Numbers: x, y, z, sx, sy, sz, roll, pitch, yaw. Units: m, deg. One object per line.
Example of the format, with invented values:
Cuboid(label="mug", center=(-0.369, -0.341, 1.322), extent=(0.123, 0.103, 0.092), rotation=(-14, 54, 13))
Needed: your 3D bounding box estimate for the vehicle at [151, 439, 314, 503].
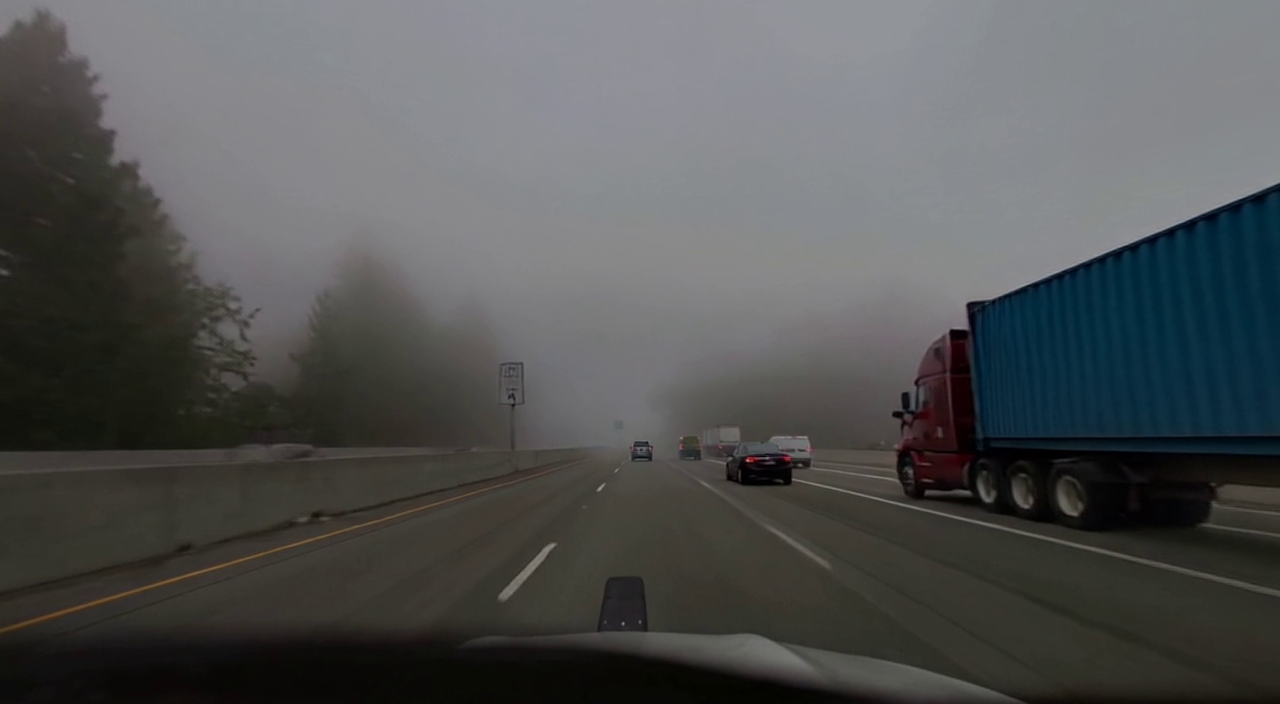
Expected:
Cuboid(label="vehicle", center=(-13.388, 3.897, 21.108), extent=(2.200, 1.857, 4.748), rotation=(0, -8, 1))

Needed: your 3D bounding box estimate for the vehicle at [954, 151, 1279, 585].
Cuboid(label="vehicle", center=(7.303, 0.305, 6.924), extent=(2.752, 3.975, 9.319), rotation=(0, -8, 0))

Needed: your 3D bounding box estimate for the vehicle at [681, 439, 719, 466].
Cuboid(label="vehicle", center=(3.918, 6.654, 41.681), extent=(2.084, 1.668, 4.511), rotation=(0, -8, 0))

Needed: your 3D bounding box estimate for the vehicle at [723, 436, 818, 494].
Cuboid(label="vehicle", center=(3.751, 3.330, 18.915), extent=(1.888, 1.501, 4.608), rotation=(0, -8, 0))

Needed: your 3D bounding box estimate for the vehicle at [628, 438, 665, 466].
Cuboid(label="vehicle", center=(0.428, 6.479, 40.880), extent=(2.313, 1.736, 4.215), rotation=(0, -8, 1))
